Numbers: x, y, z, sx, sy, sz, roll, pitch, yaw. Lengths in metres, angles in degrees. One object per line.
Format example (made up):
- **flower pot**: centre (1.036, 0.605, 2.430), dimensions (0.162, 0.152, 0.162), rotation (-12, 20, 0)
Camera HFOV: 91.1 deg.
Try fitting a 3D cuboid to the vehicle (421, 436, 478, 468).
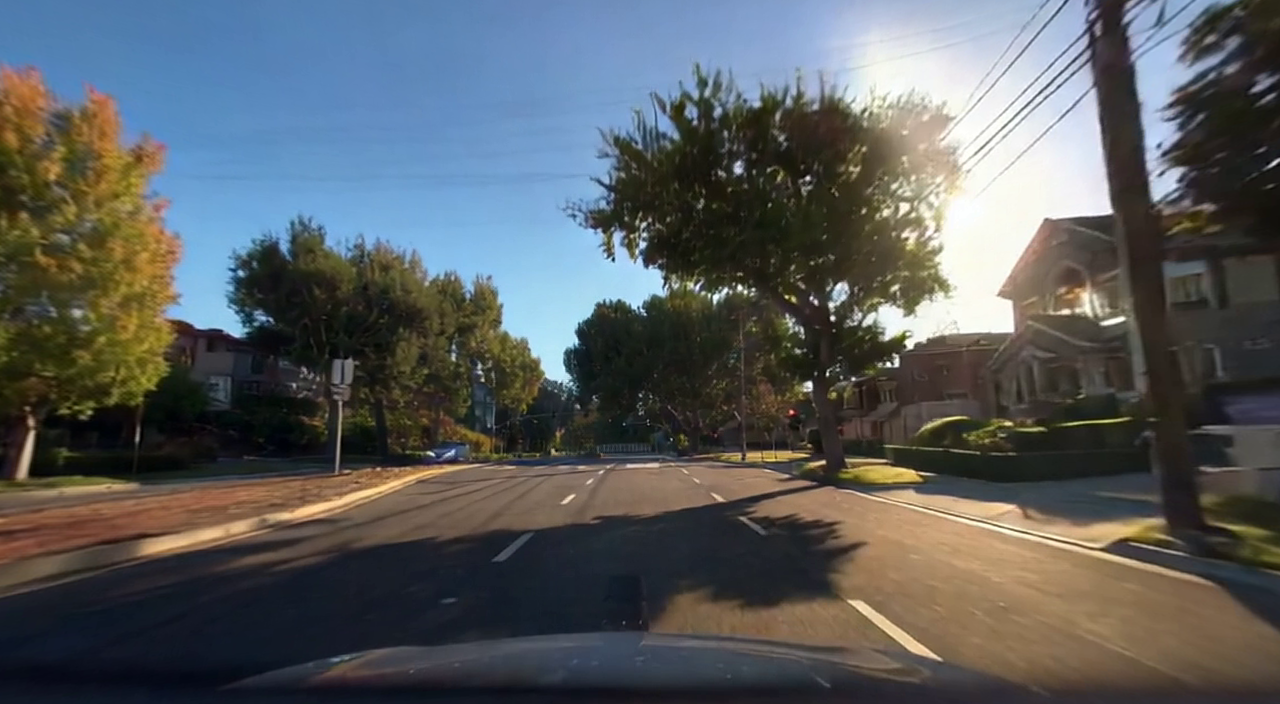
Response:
- **vehicle**: centre (-11.668, 6.169, 38.806), dimensions (2.045, 1.847, 4.674), rotation (0, -8, 0)
